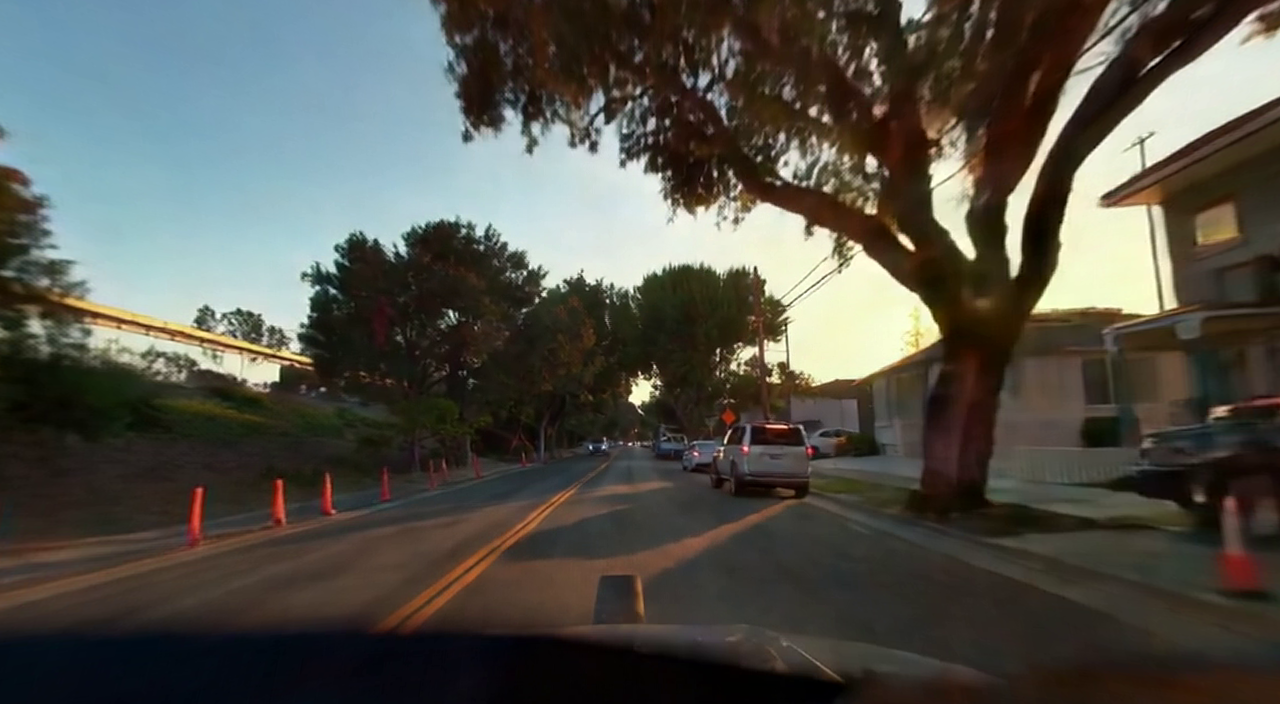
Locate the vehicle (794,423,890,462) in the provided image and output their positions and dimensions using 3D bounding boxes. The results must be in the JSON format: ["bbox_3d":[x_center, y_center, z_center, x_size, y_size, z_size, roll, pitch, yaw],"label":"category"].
[{"bbox_3d":[11.118,5.015,35.090,4.633,2.059,2.050,0,-8,2],"label":"vehicle"}]

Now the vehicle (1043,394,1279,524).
[{"bbox_3d":[8.883,1.513,9.163,4.501,1.643,2.185,0,-8,3],"label":"vehicle"}]

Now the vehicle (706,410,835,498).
[{"bbox_3d":[3.166,2.627,16.576,2.293,1.957,4.934,0,-8,0],"label":"vehicle"}]
